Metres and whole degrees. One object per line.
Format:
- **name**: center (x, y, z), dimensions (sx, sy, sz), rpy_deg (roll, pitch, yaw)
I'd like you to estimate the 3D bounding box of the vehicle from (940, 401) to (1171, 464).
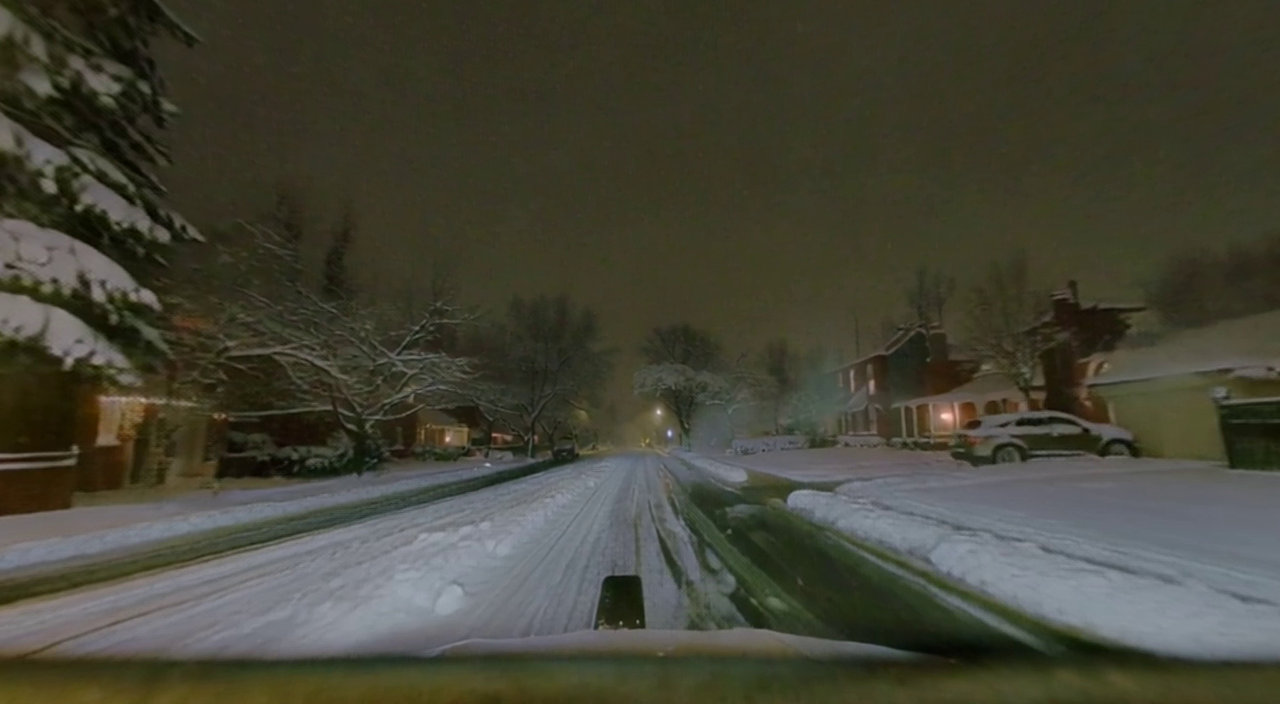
- **vehicle**: center (11.249, 2.238, 17.422), dimensions (4.894, 1.616, 1.965), rpy_deg (-1, -9, 2)
